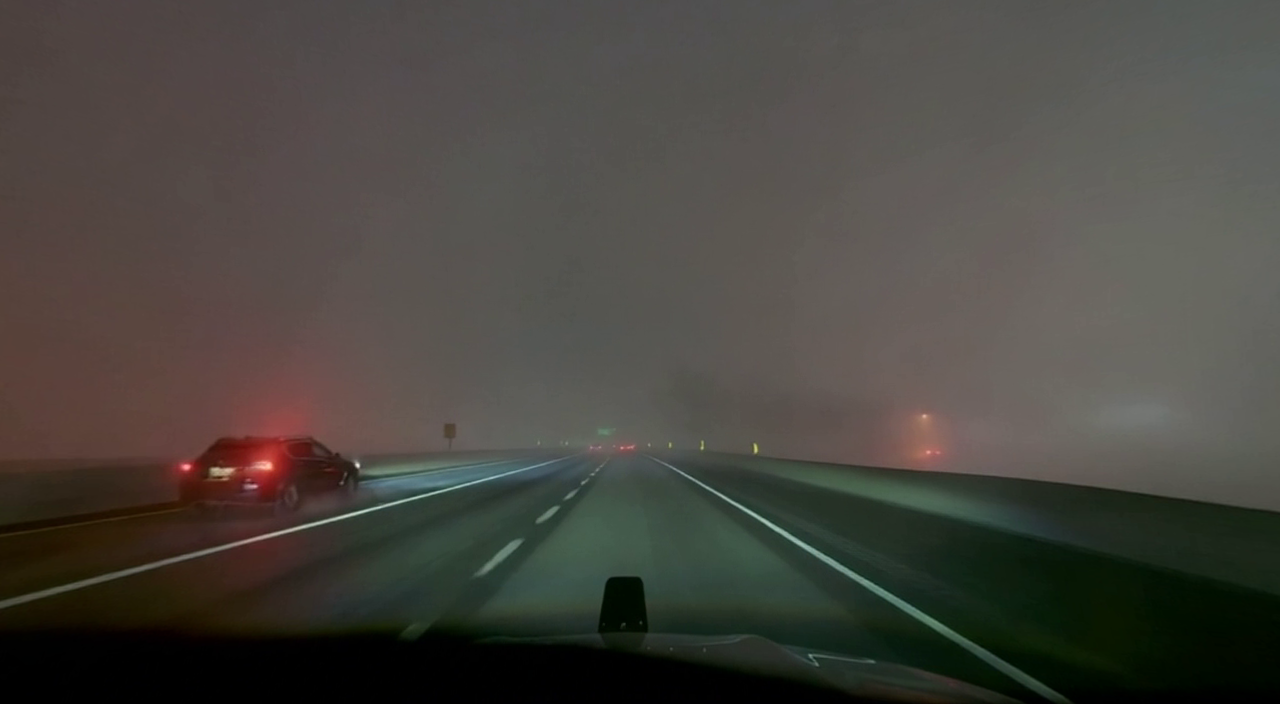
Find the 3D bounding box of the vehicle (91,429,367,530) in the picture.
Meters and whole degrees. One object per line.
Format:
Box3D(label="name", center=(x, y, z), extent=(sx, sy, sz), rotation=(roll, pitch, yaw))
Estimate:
Box3D(label="vehicle", center=(-6.929, 2.174, 11.367), extent=(2.053, 1.452, 4.347), rotation=(0, -8, 0))
